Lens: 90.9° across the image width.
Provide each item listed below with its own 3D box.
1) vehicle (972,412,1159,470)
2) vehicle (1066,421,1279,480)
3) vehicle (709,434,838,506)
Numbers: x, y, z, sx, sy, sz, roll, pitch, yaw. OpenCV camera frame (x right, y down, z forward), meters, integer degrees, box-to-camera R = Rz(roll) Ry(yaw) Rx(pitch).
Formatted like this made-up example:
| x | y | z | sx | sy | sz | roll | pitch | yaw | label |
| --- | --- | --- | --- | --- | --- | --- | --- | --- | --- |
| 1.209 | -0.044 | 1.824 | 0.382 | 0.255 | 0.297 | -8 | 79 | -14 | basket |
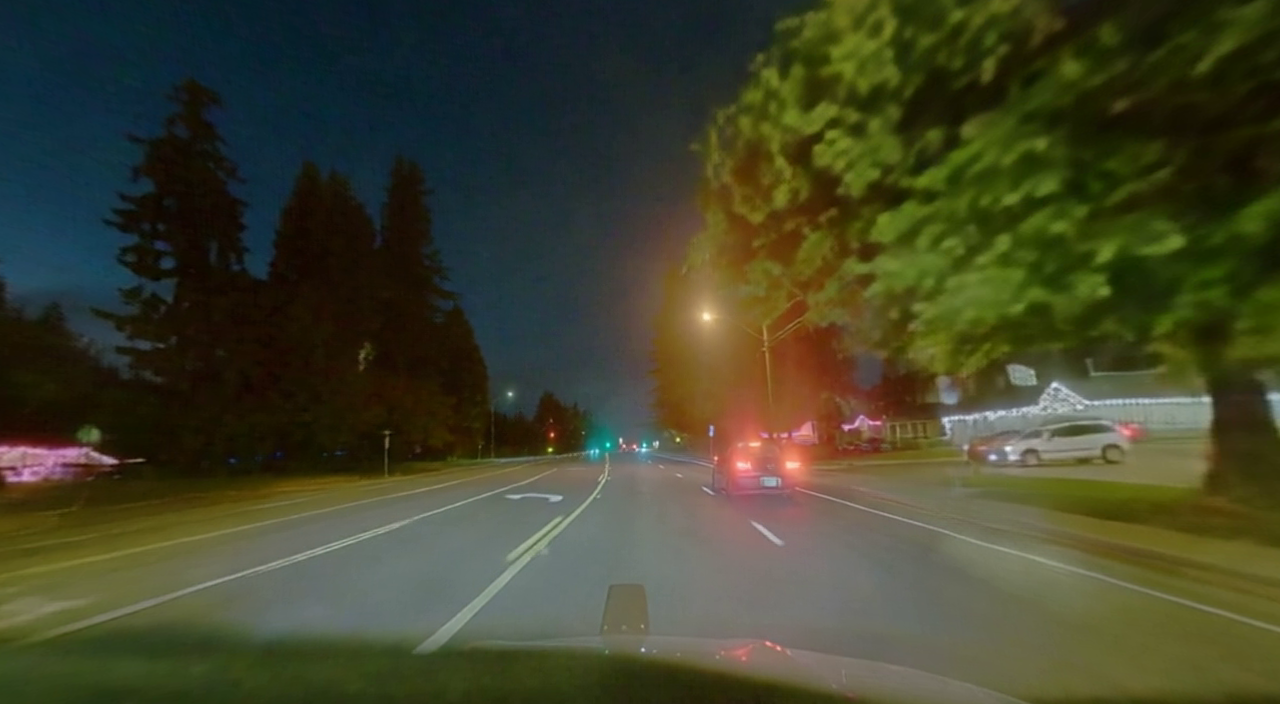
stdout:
| x | y | z | sx | sy | sz | roll | pitch | yaw | label |
| --- | --- | --- | --- | --- | --- | --- | --- | --- | --- |
| 14.342 | 3.038 | 21.479 | 4.788 | 1.815 | 2.114 | 0 | -8 | -1 | vehicle |
| 13.993 | 2.547 | 16.351 | 4.344 | 1.387 | 2.053 | -1 | -8 | 1 | vehicle |
| 3.043 | 2.796 | 15.438 | 2.134 | 1.476 | 4.327 | 0 | -8 | -1 | vehicle |
